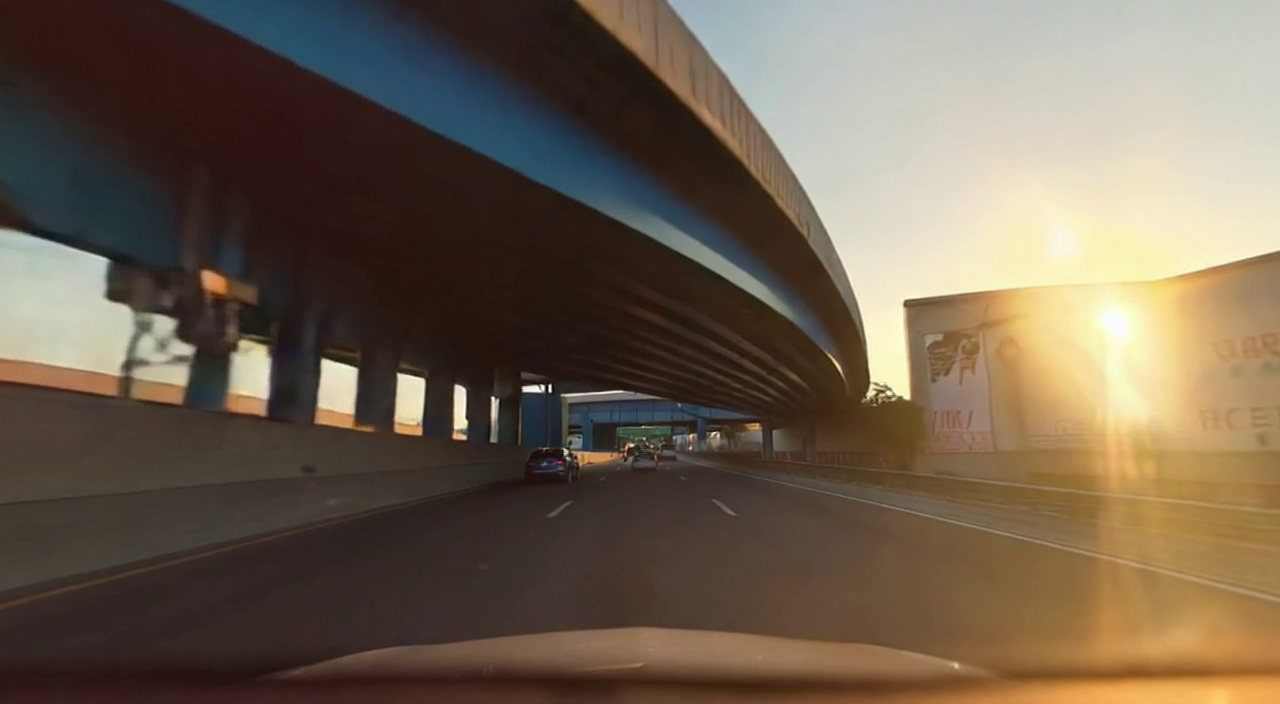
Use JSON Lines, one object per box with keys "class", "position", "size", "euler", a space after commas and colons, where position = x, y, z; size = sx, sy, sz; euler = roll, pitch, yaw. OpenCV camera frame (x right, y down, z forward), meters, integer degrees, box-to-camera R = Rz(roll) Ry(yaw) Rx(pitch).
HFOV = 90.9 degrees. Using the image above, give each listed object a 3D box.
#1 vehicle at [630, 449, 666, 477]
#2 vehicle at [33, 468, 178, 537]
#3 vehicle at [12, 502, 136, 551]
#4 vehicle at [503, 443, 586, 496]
{"class": "vehicle", "position": [0.419, 6.070, 34.774], "size": [1.877, 1.386, 3.872], "euler": [0, -8, -1]}
{"class": "vehicle", "position": [-37.198, 10.393, 44.500], "size": [3.004, 3.950, 8.532], "euler": [0, -8, -3]}
{"class": "vehicle", "position": [-32.092, 9.885, 36.061], "size": [2.018, 2.023, 5.545], "euler": [0, -8, -1]}
{"class": "vehicle", "position": [-3.077, 3.877, 21.316], "size": [2.064, 1.589, 4.213], "euler": [0, -8, 1]}
